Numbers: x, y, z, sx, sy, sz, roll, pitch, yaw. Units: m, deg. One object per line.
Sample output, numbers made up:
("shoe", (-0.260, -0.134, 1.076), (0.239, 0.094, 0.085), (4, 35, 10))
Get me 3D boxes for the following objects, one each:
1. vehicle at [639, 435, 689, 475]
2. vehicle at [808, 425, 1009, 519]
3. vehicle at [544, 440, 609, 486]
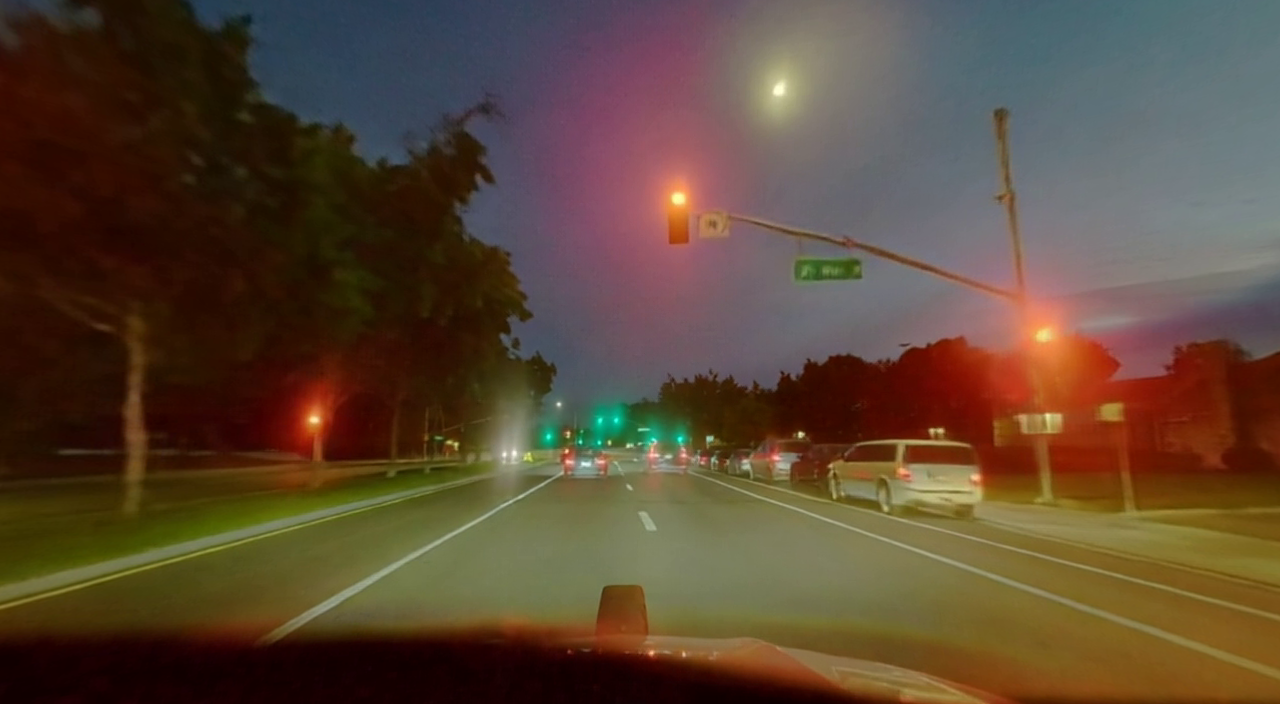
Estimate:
("vehicle", (1.080, 4.993, 30.800), (2.073, 1.822, 4.276), (0, -8, -3))
("vehicle", (6.077, 2.832, 15.290), (2.184, 1.786, 5.497), (2, -9, -4))
("vehicle", (-2.181, 3.951, 22.771), (2.140, 1.474, 4.026), (0, -8, -3))
